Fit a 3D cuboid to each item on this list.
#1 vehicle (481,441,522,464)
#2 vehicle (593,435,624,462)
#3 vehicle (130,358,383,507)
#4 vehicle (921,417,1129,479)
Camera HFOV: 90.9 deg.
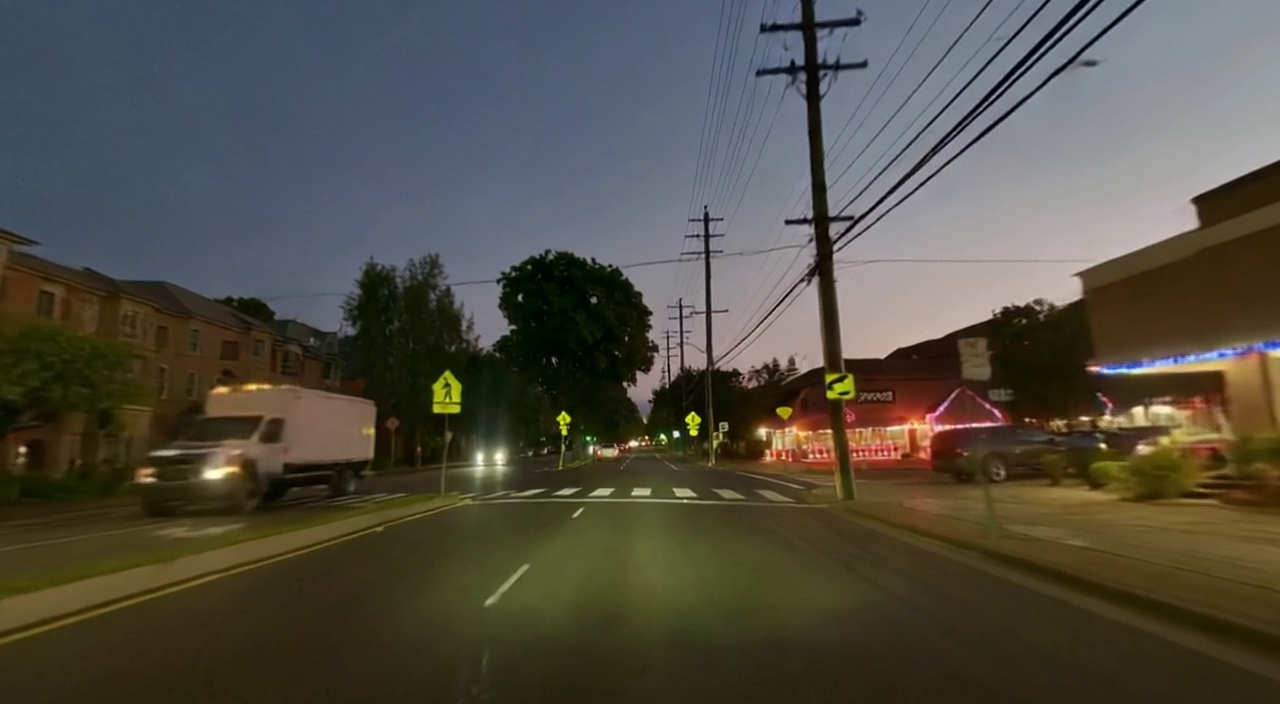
[{"bbox_3d":[-10.545,7.693,48.409,1.993,1.661,4.756,0,-8,1],"label":"vehicle"},{"bbox_3d":[-2.437,7.635,49.958,2.202,1.961,4.980,0,-8,0],"label":"vehicle"},{"bbox_3d":[-10.922,2.491,19.242,2.836,3.663,7.511,0,-8,0],"label":"vehicle"},{"bbox_3d":[12.351,3.104,20.385,5.666,1.815,2.137,2,-8,-11],"label":"vehicle"}]
